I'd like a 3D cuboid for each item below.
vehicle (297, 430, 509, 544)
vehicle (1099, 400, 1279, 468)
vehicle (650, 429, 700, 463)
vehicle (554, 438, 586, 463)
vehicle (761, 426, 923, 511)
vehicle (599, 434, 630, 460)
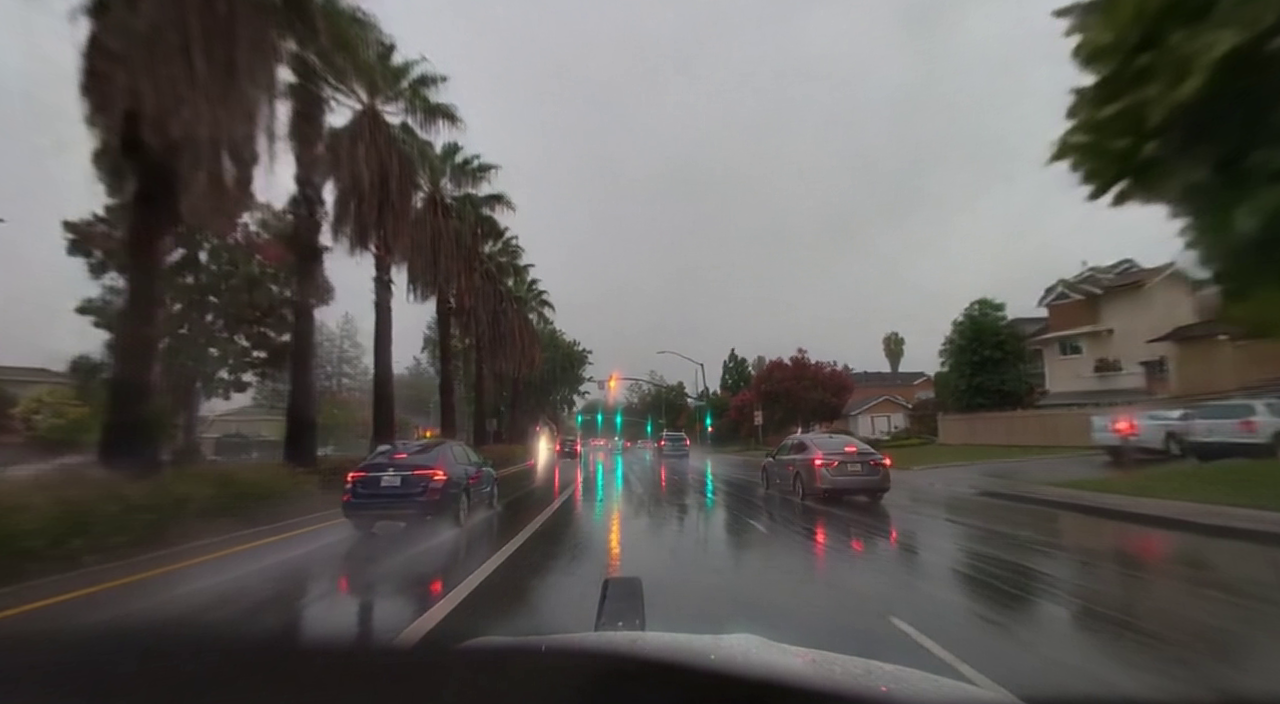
[{"bbox_3d":[-3.540,2.073,10.426,1.924,1.473,4.200,0,-8,-1],"label":"vehicle"},{"bbox_3d":[16.072,2.376,17.985,1.978,1.669,4.515,2,-9,-15],"label":"vehicle"},{"bbox_3d":[2.085,5.918,39.870,2.391,1.960,5.600,0,-8,-4],"label":"vehicle"},{"bbox_3d":[-4.578,6.482,41.780,1.922,1.577,4.140,0,-8,-5],"label":"vehicle"},{"bbox_3d":[3.994,2.364,13.279,1.870,1.491,4.009,0,-8,-3],"label":"vehicle"},{"bbox_3d":[-1.950,7.175,47.775,2.164,1.867,4.254,0,-8,-5],"label":"vehicle"}]
